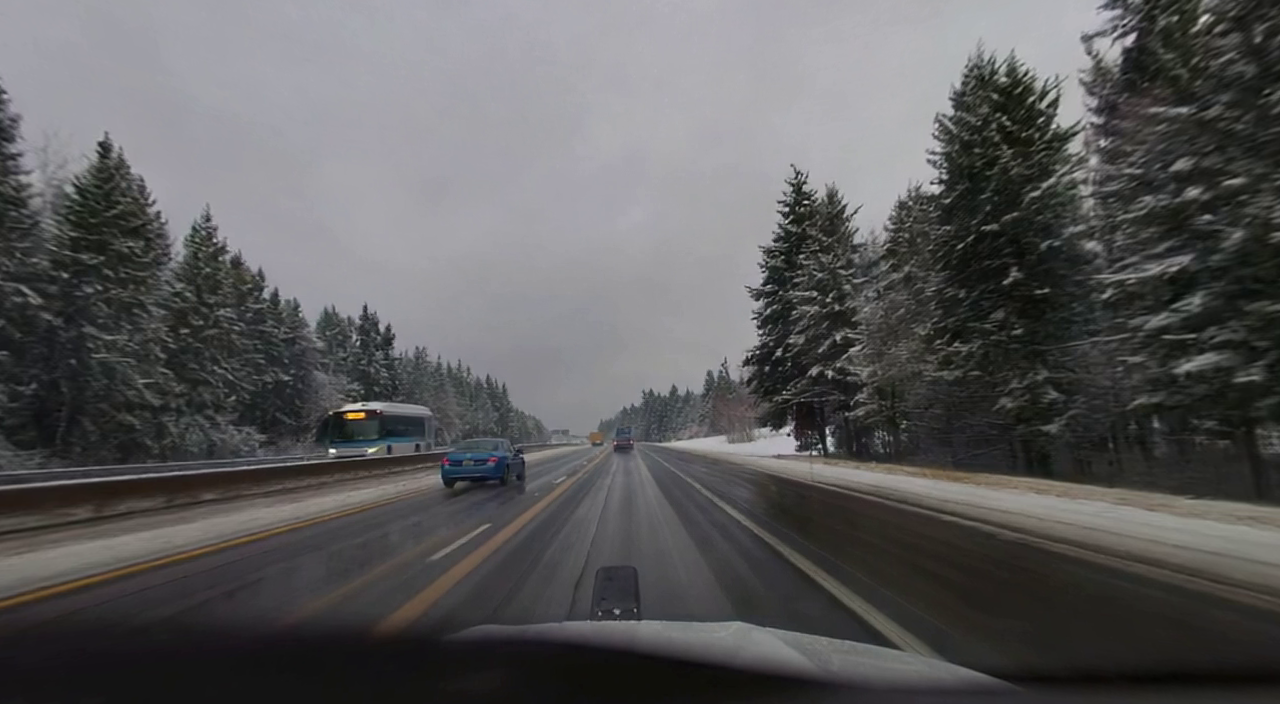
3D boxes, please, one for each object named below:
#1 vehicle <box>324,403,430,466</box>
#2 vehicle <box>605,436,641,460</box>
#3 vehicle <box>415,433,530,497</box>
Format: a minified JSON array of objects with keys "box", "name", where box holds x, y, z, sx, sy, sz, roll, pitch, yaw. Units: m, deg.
[{"box":[-17.542,5.648,43.100,3.018,3.781,10.320,0,-8,-2],"name":"vehicle"},{"box":[-1.068,6.136,40.448,2.162,1.460,4.242,0,-8,-1],"name":"vehicle"},{"box":[-4.192,2.874,16.514,1.907,1.445,4.049,0,-8,0],"name":"vehicle"}]
